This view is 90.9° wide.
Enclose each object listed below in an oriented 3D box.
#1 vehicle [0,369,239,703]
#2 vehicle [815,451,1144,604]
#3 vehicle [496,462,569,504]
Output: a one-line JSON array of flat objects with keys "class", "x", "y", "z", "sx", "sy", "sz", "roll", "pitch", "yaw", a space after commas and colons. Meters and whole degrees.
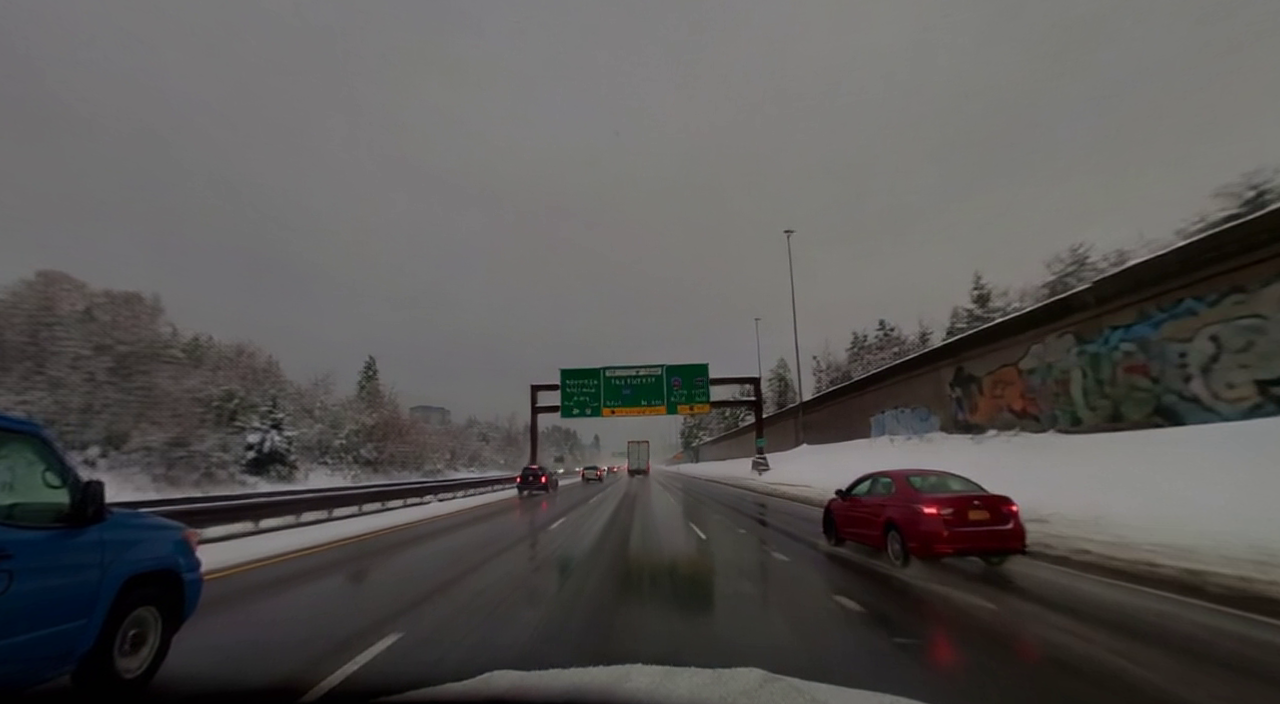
[{"class": "vehicle", "x": -3.397, "y": 0.697, "z": 1.410, "sx": 2.004, "sy": 1.610, "sz": 4.508, "roll": 1, "pitch": -11, "yaw": 0}, {"class": "vehicle", "x": 3.930, "y": 2.120, "z": 8.347, "sx": 1.917, "sy": 1.458, "sz": 4.199, "roll": 1, "pitch": -11, "yaw": -1}, {"class": "vehicle", "x": -4.052, "y": 5.026, "z": 24.412, "sx": 2.054, "sy": 1.443, "sz": 4.131, "roll": 0, "pitch": -10, "yaw": 0}]
